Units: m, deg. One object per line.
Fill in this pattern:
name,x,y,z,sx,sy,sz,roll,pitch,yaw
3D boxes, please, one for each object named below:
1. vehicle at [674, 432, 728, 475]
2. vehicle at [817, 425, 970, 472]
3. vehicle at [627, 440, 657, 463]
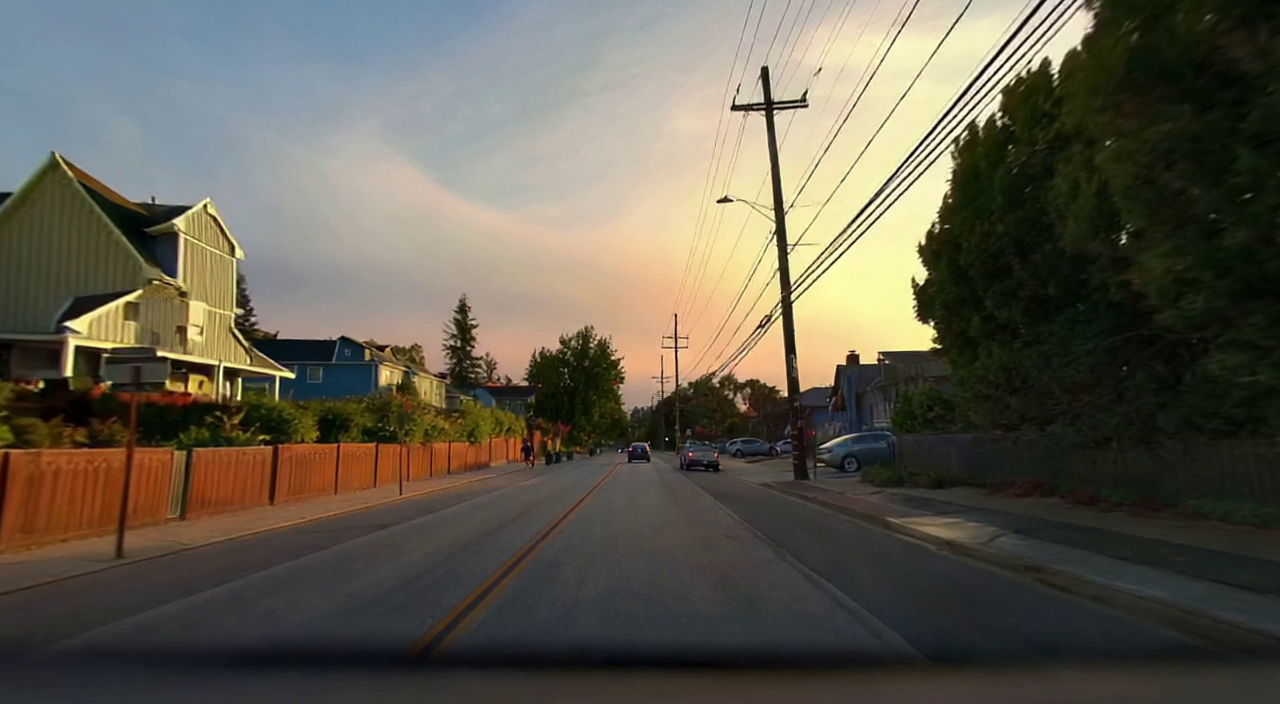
vehicle,3.222,5.515,34.535,2.278,1.933,5.860,4,-8,0
vehicle,11.254,4.352,28.412,5.846,1.971,2.273,-1,-9,2
vehicle,0.139,7.661,48.852,2.177,1.703,4.110,0,-9,0
